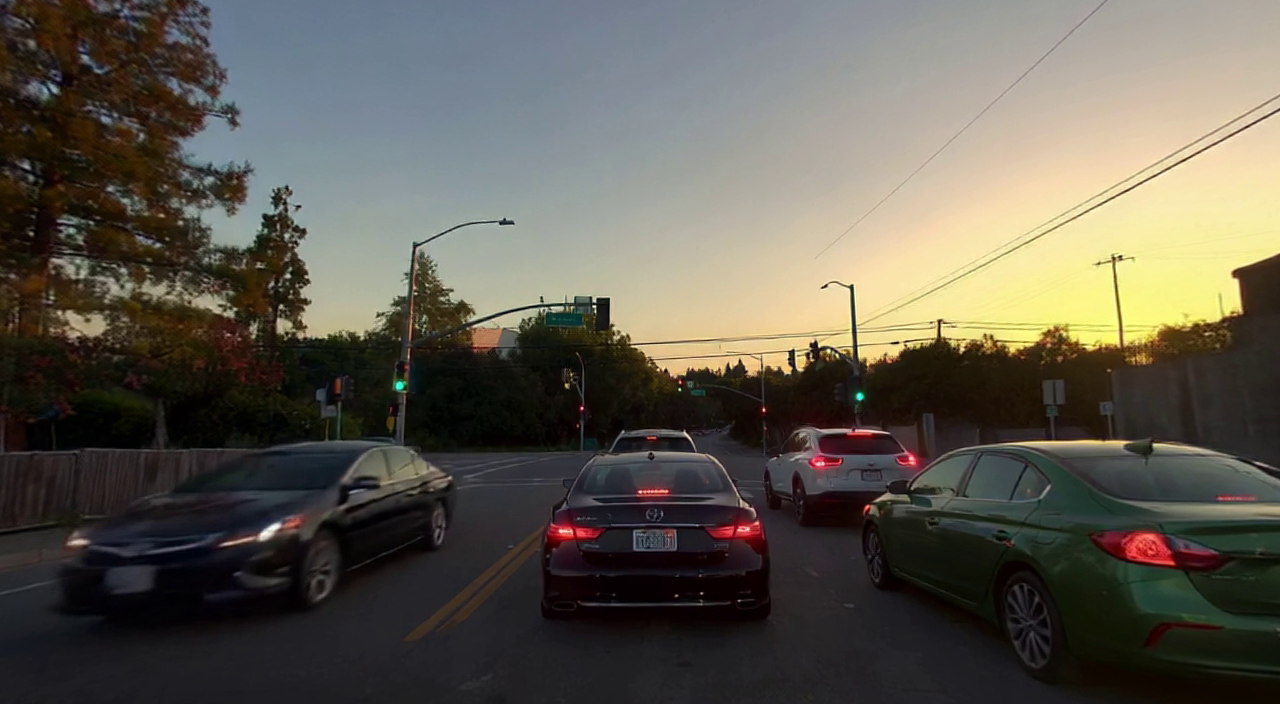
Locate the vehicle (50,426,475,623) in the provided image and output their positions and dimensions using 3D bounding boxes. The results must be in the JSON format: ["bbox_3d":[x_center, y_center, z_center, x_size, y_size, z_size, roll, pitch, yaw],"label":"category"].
[{"bbox_3d":[-3.419,1.627,7.018,1.959,1.456,4.488,0,-8,0],"label":"vehicle"}]

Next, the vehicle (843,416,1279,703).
[{"bbox_3d":[3.085,1.237,4.137,2.027,1.432,4.431,0,-8,0],"label":"vehicle"}]

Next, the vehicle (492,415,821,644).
[{"bbox_3d":[0.074,1.498,6.420,2.170,1.497,4.369,0,-8,-1],"label":"vehicle"}]
